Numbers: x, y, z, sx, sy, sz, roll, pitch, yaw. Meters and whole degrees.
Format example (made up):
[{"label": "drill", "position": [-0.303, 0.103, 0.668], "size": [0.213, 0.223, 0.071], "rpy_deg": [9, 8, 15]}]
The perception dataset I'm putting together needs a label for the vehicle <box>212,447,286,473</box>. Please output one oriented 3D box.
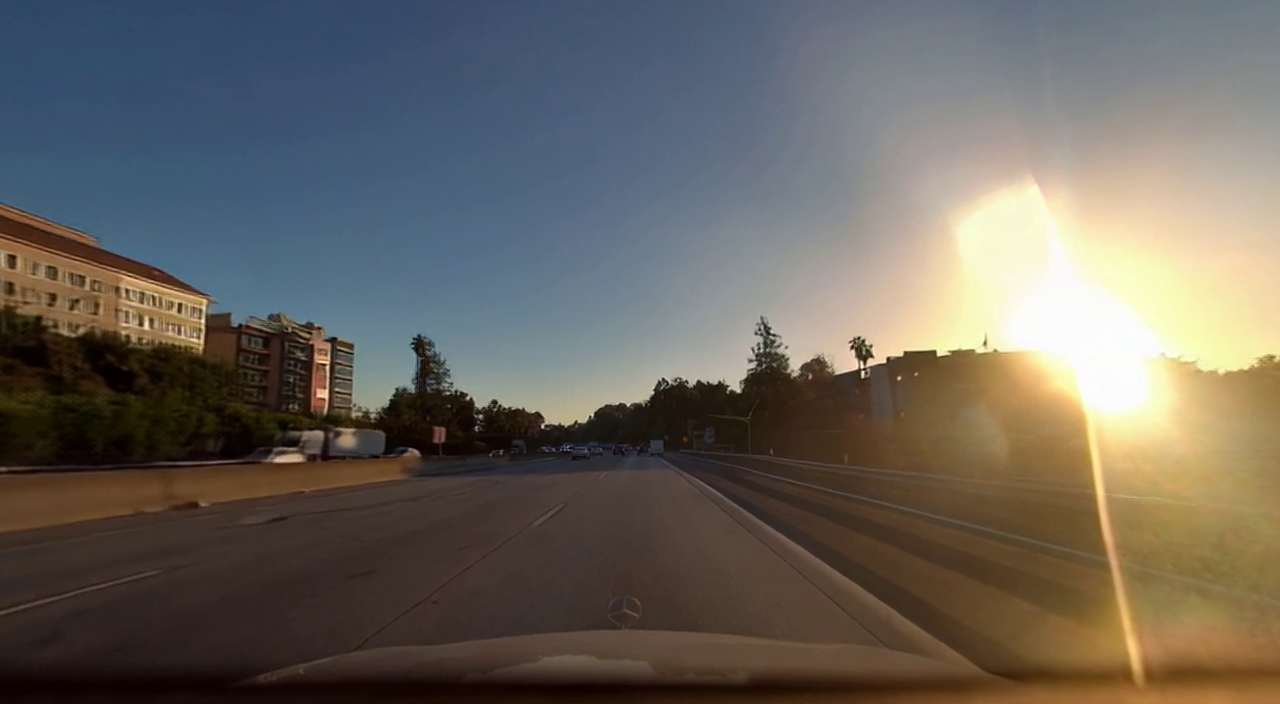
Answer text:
[{"label": "vehicle", "position": [-26.785, 7.390, 43.244], "size": [1.890, 1.646, 4.864], "rpy_deg": [0, -9, 1]}]
